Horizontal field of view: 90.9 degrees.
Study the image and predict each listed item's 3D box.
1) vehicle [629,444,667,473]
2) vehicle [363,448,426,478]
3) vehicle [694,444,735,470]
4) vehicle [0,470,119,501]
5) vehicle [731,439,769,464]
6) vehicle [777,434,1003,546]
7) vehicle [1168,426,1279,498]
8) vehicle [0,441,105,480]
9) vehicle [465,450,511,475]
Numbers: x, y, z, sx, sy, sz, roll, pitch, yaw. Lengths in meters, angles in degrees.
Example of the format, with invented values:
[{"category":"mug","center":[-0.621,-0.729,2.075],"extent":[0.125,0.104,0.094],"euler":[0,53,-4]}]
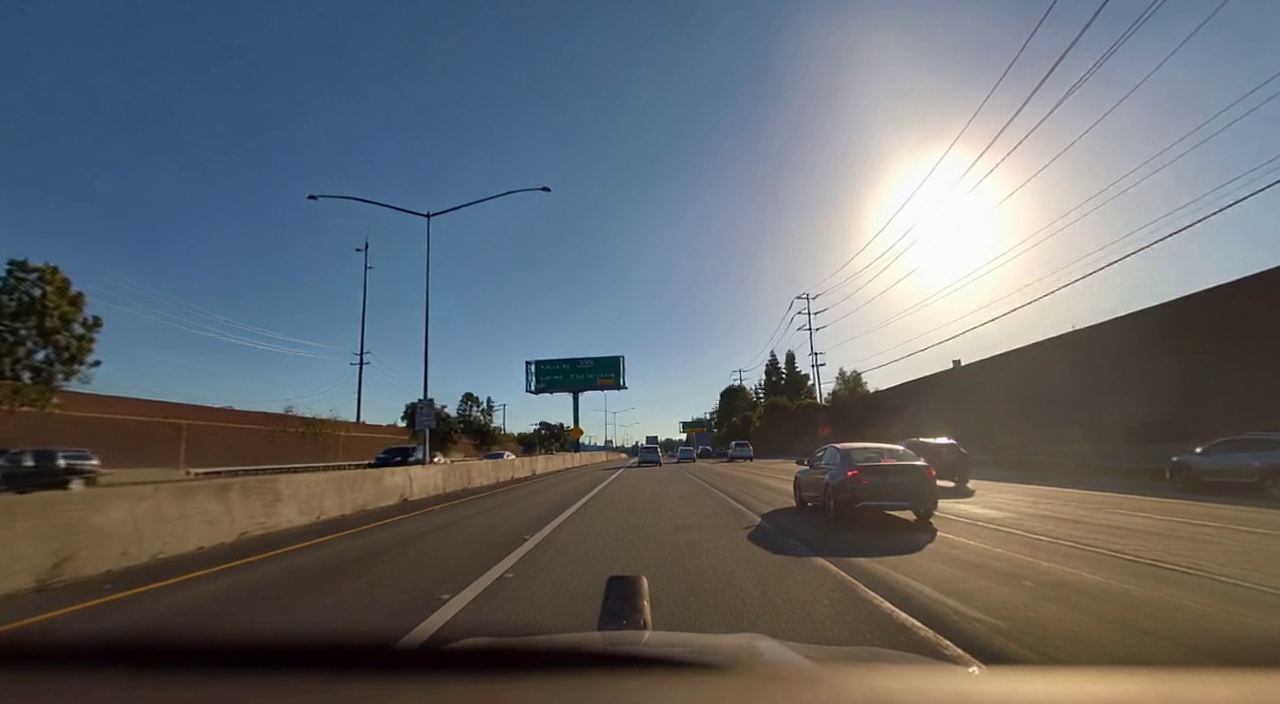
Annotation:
[{"category":"vehicle","center":[0.472,6.021,35.941],"extent":[2.042,1.581,3.769],"euler":[0,-8,1]},{"category":"vehicle","center":[-15.178,6.861,39.310],"extent":[2.011,1.768,4.345],"euler":[0,-8,3]},{"category":"vehicle","center":[4.351,6.195,37.370],"extent":[1.936,1.465,4.060],"euler":[0,-8,0]},{"category":"vehicle","center":[-20.645,4.356,20.585],"extent":[2.456,0.778,5.571],"euler":[0,-8,2]},{"category":"vehicle","center":[8.255,7.524,47.788],"extent":[2.041,1.821,4.562],"euler":[0,-8,0]},{"category":"vehicle","center":[3.852,2.180,10.738],"extent":[1.986,1.478,4.429],"euler":[0,-8,0]},{"category":"vehicle","center":[15.910,2.674,15.452],"extent":[1.932,1.660,4.583],"euler":[0,-8,0]},{"category":"vehicle","center":[-20.673,3.560,20.903],"extent":[1.767,1.188,4.702],"euler":[0,-8,0]},{"category":"vehicle","center":[-9.974,7.255,41.689],"extent":[1.854,1.471,4.412],"euler":[0,-8,2]}]
